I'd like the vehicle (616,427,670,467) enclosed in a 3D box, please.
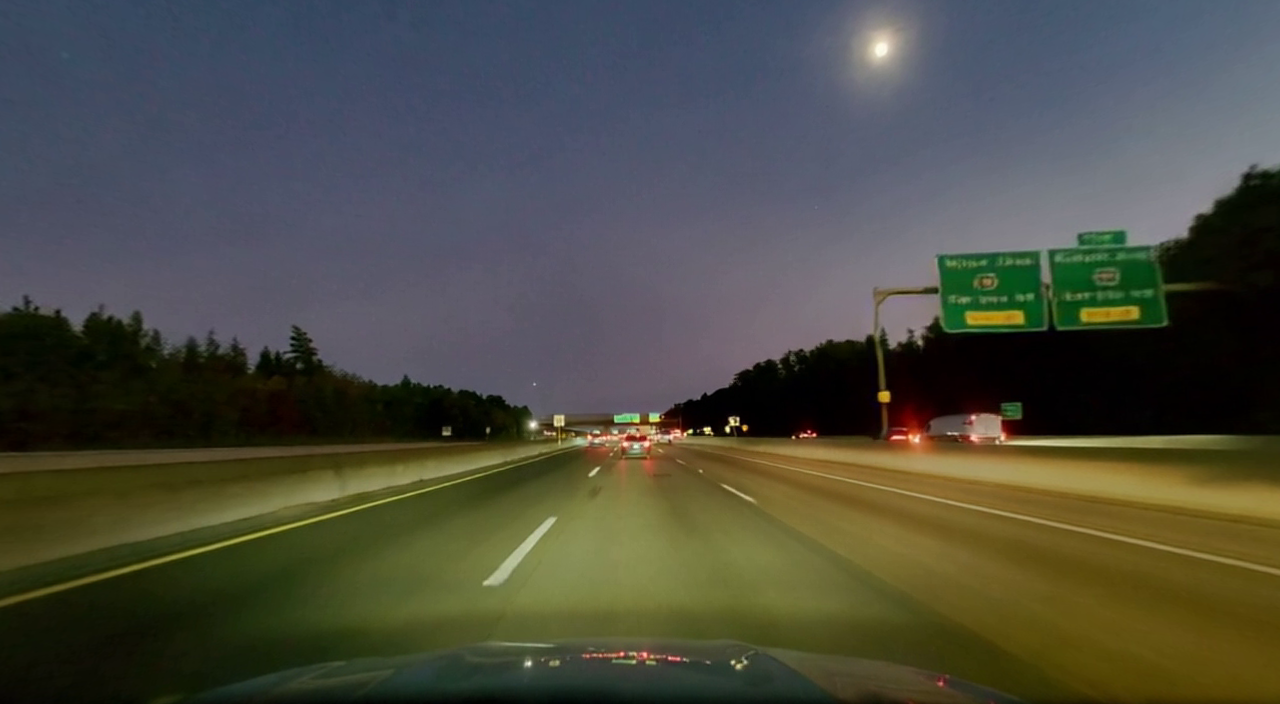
[{"bbox_3d":[0.062,3.952,26.474,2.086,1.554,3.875,0,-8,-2],"label":"vehicle"}]
